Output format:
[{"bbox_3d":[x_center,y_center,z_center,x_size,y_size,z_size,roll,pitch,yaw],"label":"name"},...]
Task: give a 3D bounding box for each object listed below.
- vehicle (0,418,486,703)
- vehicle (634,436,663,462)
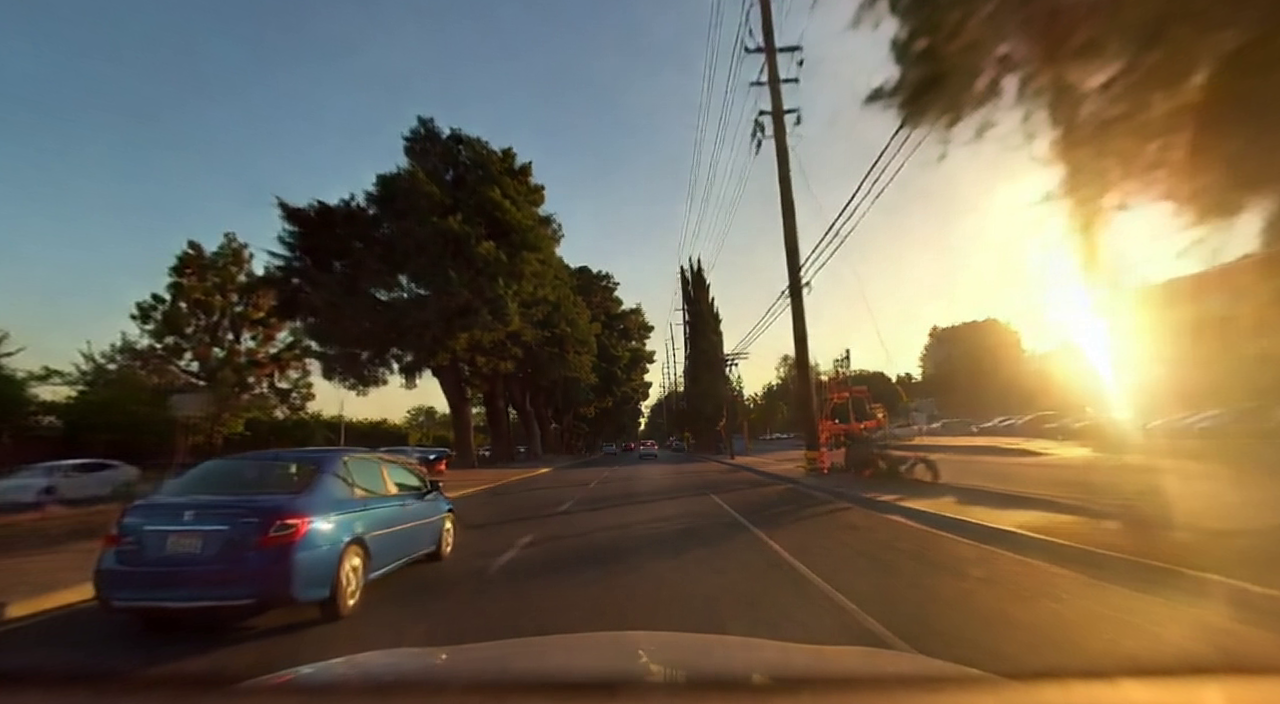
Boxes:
[{"bbox_3d":[-3.084,1.450,5.724,2.087,1.480,4.825,0,-8,1],"label":"vehicle"},{"bbox_3d":[0.626,7.309,47.762,2.060,1.845,4.151,0,-8,0],"label":"vehicle"}]
